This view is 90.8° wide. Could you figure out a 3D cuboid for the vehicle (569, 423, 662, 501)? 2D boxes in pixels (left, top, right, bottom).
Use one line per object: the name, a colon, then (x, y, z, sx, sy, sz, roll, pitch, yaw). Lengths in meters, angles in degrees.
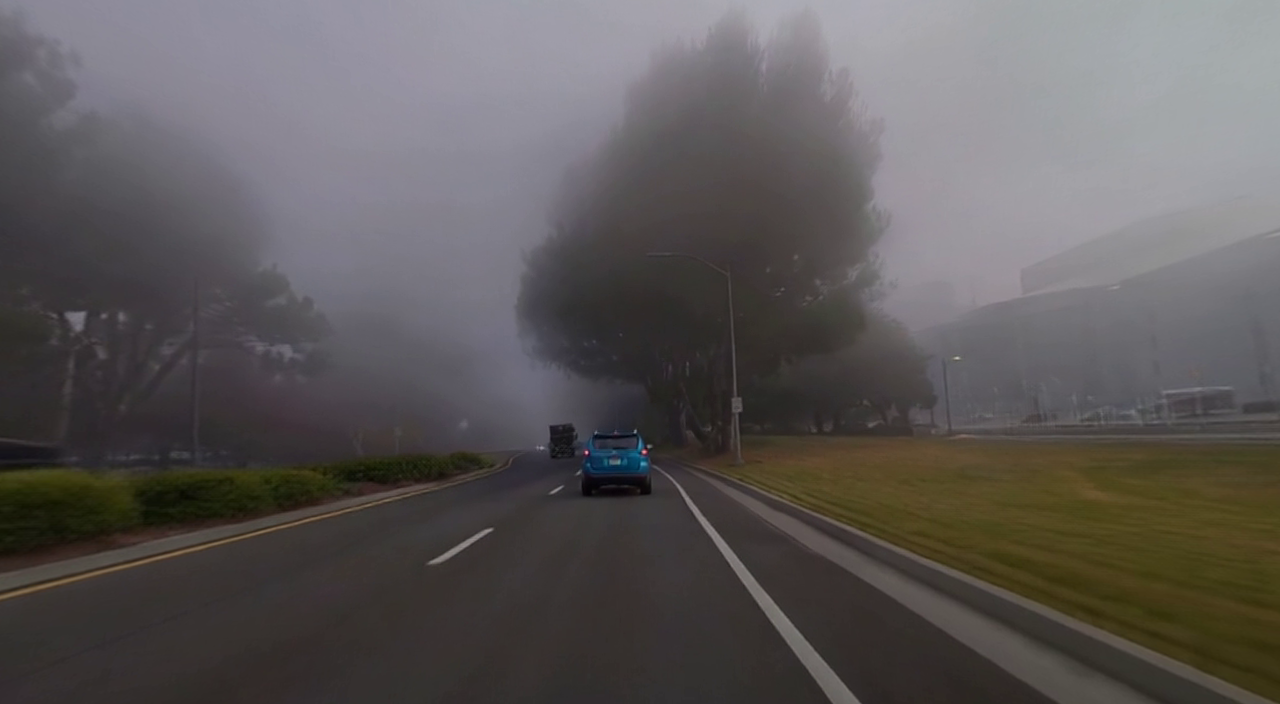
vehicle: (-0.591, 2.834, 16.703, 2.131, 1.761, 4.242, 0, -8, -1)
